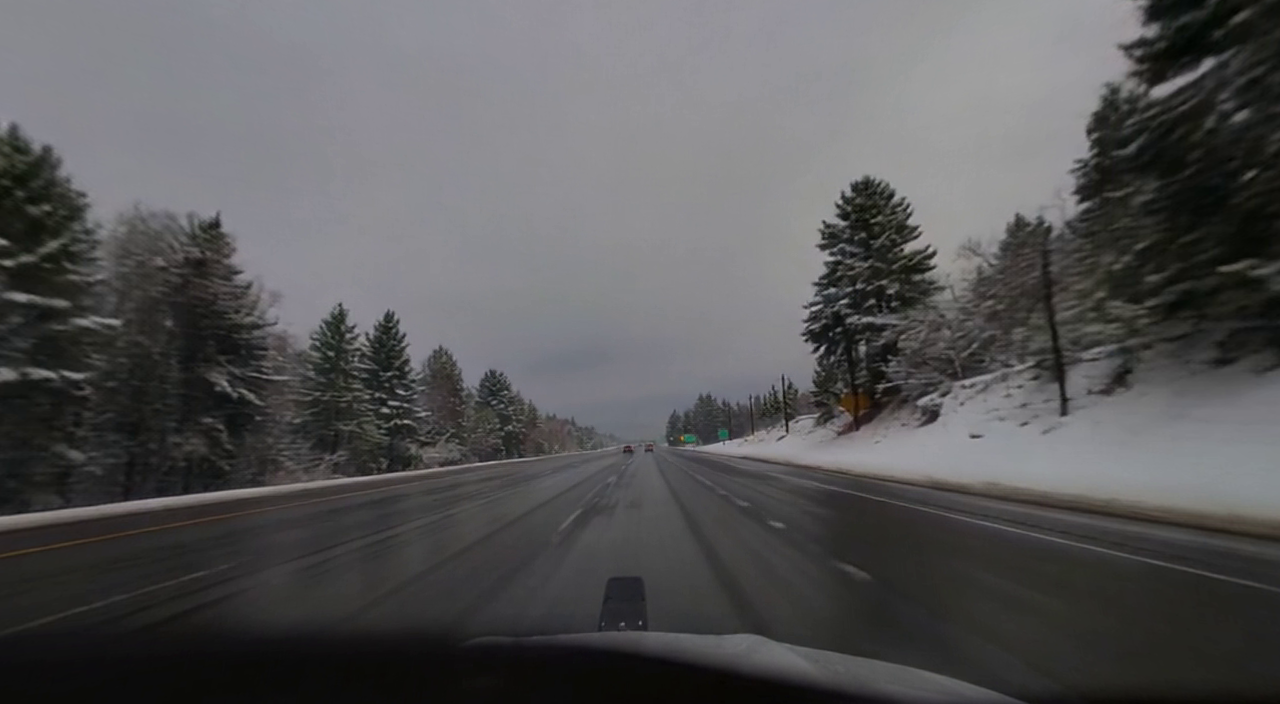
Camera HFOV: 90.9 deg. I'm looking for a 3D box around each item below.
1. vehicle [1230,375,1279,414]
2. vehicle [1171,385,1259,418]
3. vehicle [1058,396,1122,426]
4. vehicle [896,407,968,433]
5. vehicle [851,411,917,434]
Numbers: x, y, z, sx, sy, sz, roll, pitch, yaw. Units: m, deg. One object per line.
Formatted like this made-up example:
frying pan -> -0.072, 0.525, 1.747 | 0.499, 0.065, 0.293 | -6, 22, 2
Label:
vehicle -> 29.491, 2.000, 29.187 | 3.925, 1.582, 1.823 | 4, -9, -28
vehicle -> 29.467, 2.583, 32.271 | 4.712, 1.458, 2.139 | 5, -10, -34
vehicle -> 33.217, 4.418, 46.481 | 5.028, 1.973, 2.201 | 6, -10, -36
vehicle -> 18.329, 4.283, 39.563 | 3.884, 1.482, 1.843 | -5, -10, 28
vehicle -> 18.229, 5.314, 47.095 | 4.366, 1.571, 1.844 | -5, -9, 27
